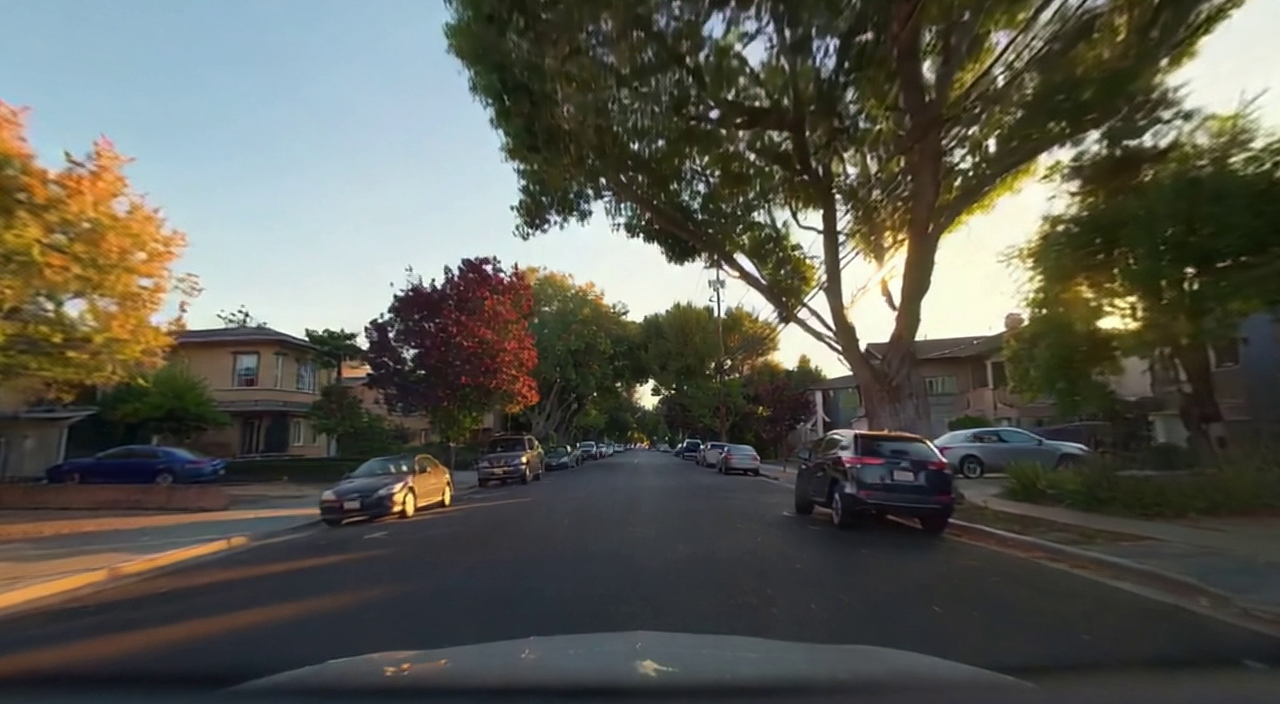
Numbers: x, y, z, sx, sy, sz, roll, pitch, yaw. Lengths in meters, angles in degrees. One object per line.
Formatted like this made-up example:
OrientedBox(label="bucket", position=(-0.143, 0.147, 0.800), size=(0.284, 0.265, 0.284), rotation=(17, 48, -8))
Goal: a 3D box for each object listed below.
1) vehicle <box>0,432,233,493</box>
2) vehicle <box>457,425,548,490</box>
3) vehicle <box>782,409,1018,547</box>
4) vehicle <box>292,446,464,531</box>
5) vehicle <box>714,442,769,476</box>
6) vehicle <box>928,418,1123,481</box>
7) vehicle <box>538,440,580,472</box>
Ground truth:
OrientedBox(label="vehicle", position=(-16.312, 3.380, 19.561), size=(5.908, 1.762, 2.107), rotation=(0, -8, 0))
OrientedBox(label="vehicle", position=(-5.104, 4.001, 24.357), size=(2.242, 2.135, 5.566), rotation=(-2, -8, 0))
OrientedBox(label="vehicle", position=(3.863, 1.954, 10.414), size=(2.049, 1.776, 4.285), rotation=(0, -8, 0))
OrientedBox(label="vehicle", position=(-5.328, 2.784, 13.590), size=(1.824, 1.417, 4.395), rotation=(-2, -8, 1))
OrientedBox(label="vehicle", position=(4.646, 4.941, 29.539), size=(1.893, 1.437, 4.369), rotation=(0, -8, 0))
OrientedBox(label="vehicle", position=(11.714, 2.984, 19.465), size=(4.659, 1.819, 2.001), rotation=(0, -8, 0))
OrientedBox(label="vehicle", position=(-4.886, 6.346, 38.761), size=(1.873, 1.709, 4.206), rotation=(-4, -8, 1))
